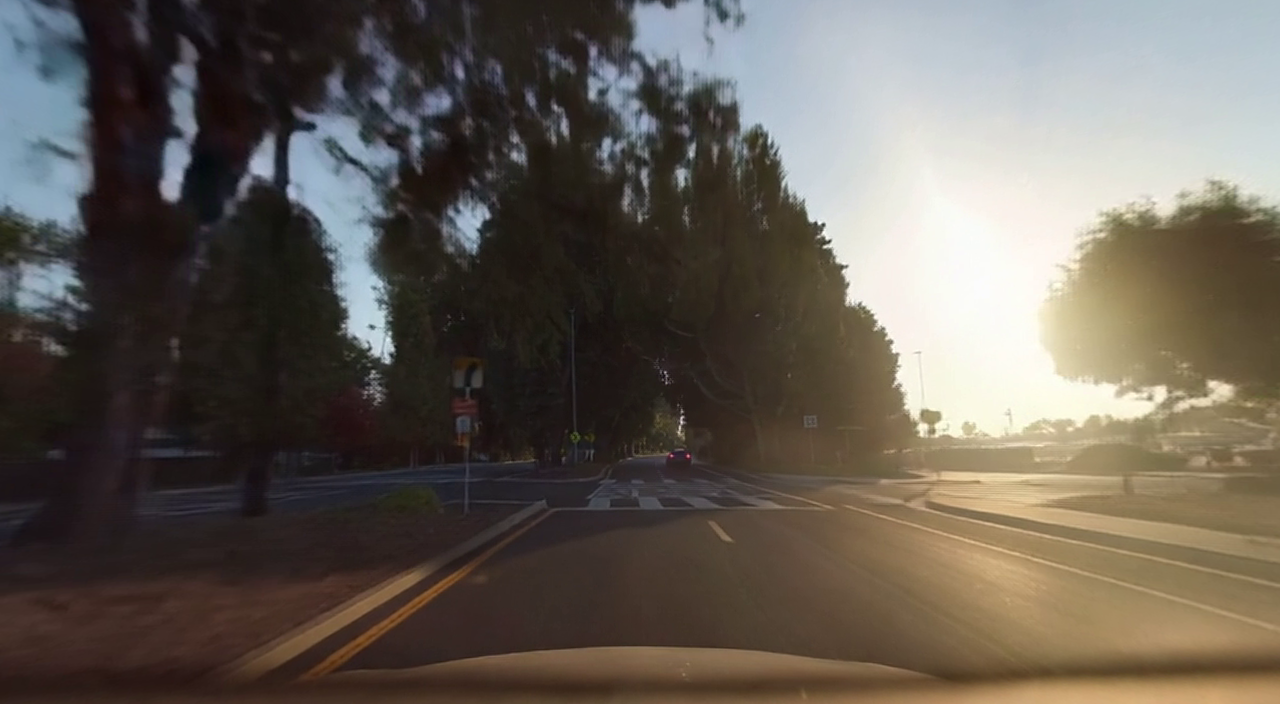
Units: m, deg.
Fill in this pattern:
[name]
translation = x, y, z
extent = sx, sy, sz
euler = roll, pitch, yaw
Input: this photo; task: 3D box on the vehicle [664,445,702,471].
[vehicle]
translation = 2.699, 6.792, 40.486
extent = 2.044, 1.537, 4.528
euler = 0, -9, -1
